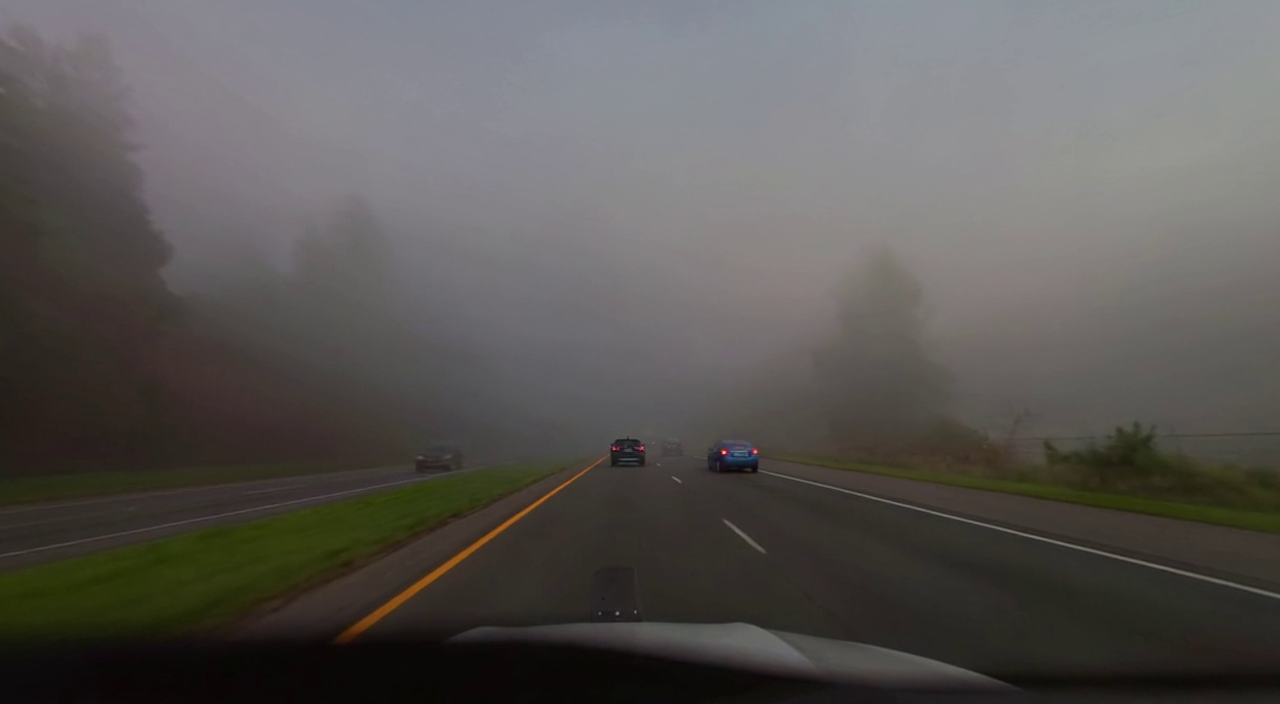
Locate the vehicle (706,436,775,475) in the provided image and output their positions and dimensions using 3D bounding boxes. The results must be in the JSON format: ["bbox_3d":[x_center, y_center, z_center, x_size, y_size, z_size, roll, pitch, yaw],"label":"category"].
[{"bbox_3d":[4.163,4.330,26.830,2.066,1.526,4.216,0,-8,-3],"label":"vehicle"}]

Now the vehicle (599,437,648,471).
[{"bbox_3d":[-0.766,4.732,29.604,2.143,1.466,3.693,0,-7,-1],"label":"vehicle"}]

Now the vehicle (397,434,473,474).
[{"bbox_3d":[-9.882,4.923,30.810,2.178,1.789,4.689,0,-8,-1],"label":"vehicle"}]
